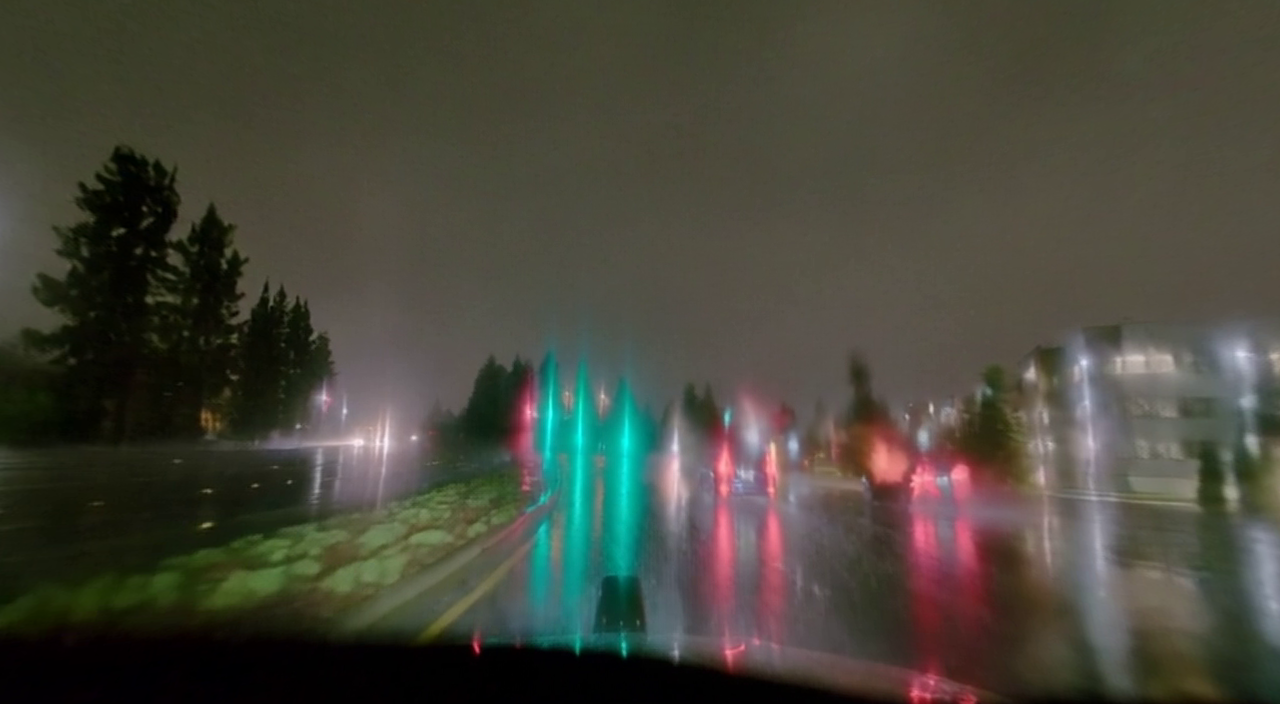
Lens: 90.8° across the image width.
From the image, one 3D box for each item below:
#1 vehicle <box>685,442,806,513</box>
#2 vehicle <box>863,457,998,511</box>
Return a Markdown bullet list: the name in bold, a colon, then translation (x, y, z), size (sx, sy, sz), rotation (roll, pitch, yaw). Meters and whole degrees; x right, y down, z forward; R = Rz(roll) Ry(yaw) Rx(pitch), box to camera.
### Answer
- **vehicle**: translation (2.654, 3.290, 17.202), size (2.122, 1.646, 4.525), rotation (1, -9, -5)
- **vehicle**: translation (9.347, 4.251, 20.877), size (1.940, 1.460, 4.652), rotation (1, -8, -5)
